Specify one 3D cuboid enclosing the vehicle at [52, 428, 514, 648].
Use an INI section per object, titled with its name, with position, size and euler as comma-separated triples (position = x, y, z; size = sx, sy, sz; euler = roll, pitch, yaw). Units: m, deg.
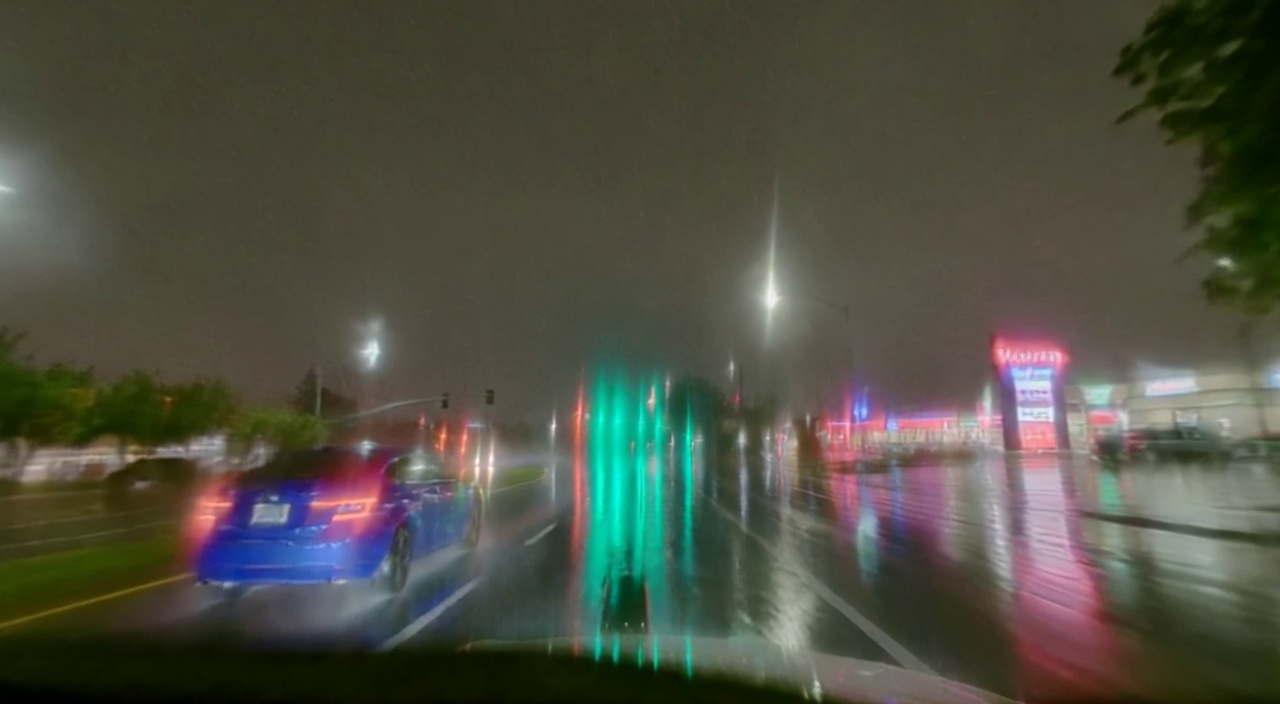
[vehicle]
position = -2.886, 1.600, 6.632
size = 2.082, 1.460, 4.636
euler = 0, -8, 1
